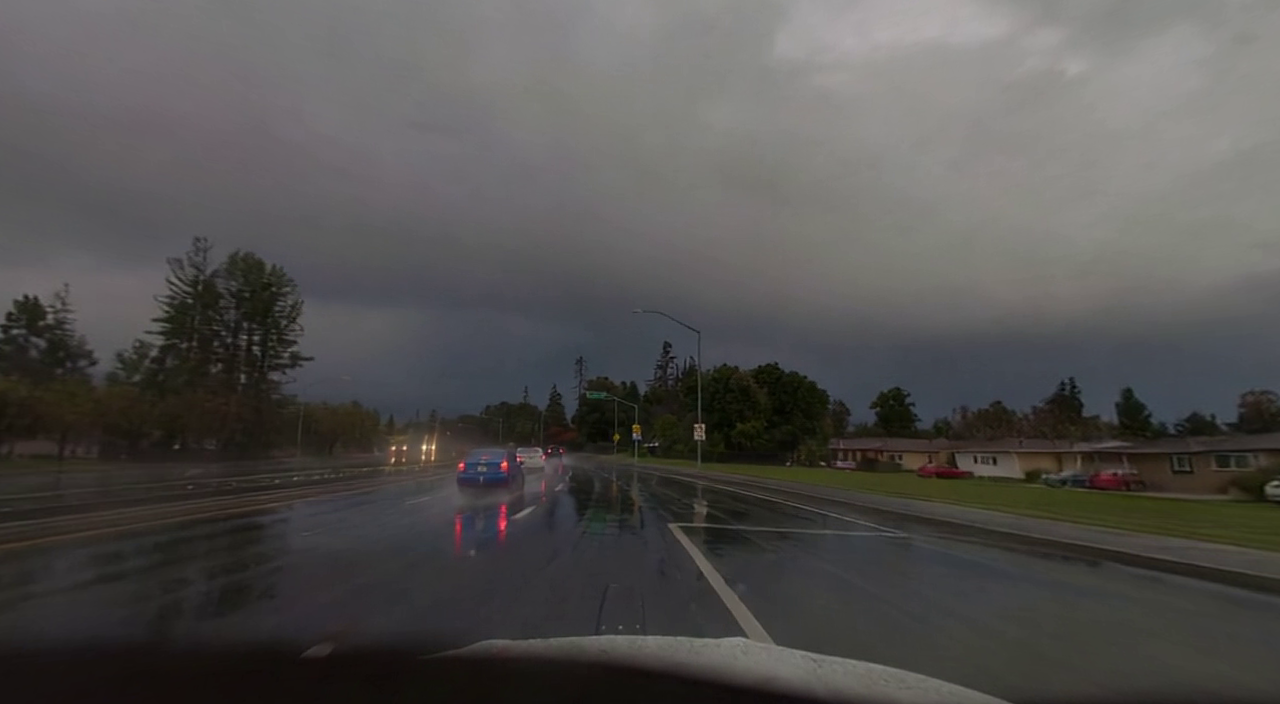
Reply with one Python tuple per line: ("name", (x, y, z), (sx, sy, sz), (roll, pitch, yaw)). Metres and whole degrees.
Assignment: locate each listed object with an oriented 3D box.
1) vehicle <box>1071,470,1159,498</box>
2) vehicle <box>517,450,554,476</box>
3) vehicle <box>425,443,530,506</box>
("vehicle", (35.230, 9.795, 47.086), (1.953, 1.686, 5.424), (1, -9, -7))
("vehicle", (-6.407, 6.815, 39.105), (1.904, 1.476, 3.736), (0, -8, -4))
("vehicle", (-4.670, 3.556, 18.907), (2.098, 1.613, 4.606), (0, -8, -3))
